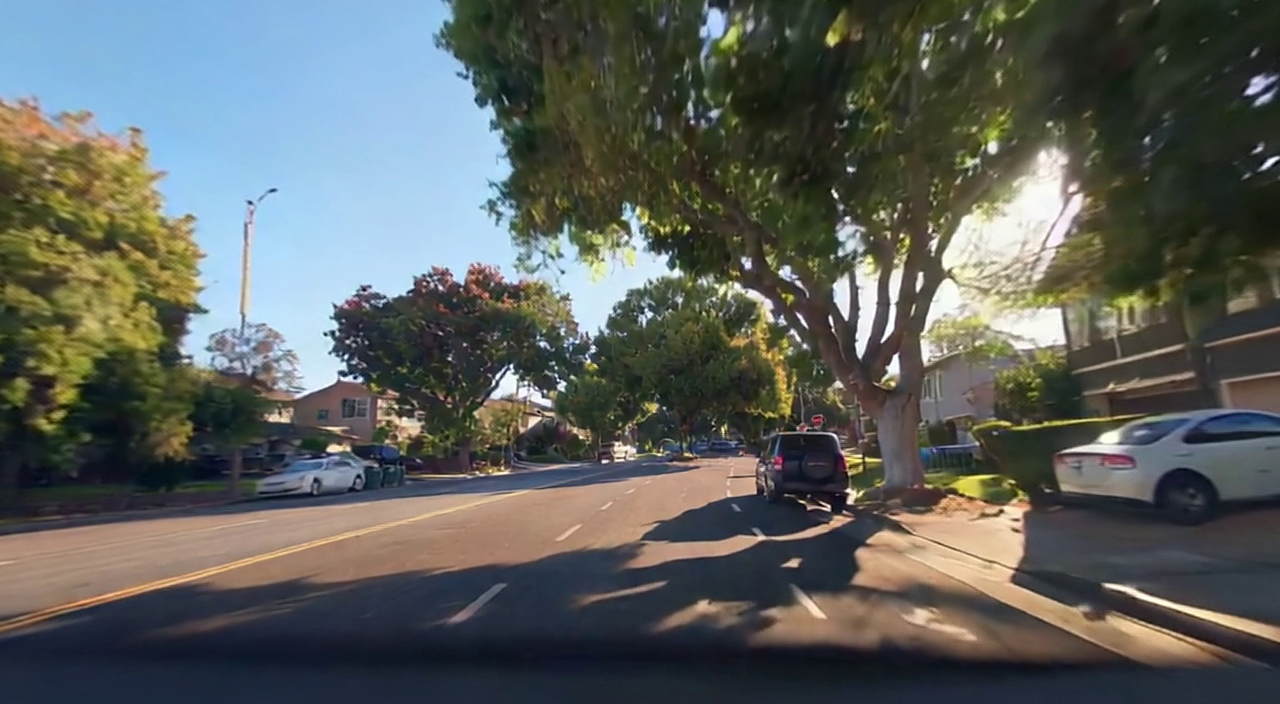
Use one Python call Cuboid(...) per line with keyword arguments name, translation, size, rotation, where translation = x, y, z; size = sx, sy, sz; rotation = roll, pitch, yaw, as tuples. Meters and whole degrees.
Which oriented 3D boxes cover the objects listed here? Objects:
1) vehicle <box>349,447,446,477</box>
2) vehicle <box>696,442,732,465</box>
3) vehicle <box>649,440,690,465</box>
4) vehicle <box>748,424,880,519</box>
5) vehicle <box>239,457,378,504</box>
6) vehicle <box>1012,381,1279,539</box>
Cuboid(name="vehicle", translation=(-15.182, 6.901, 39.595), size=(5.177, 1.779, 2.199), rotation=(-1, -8, 4))
Cuboid(name="vehicle", translation=(5.094, 6.894, 42.758), size=(1.955, 1.459, 4.383), rotation=(-2, -9, 13))
Cuboid(name="vehicle", translation=(2.167, 7.219, 45.440), size=(2.178, 1.695, 4.339), rotation=(-2, -9, 13))
Cuboid(name="vehicle", translation=(4.250, 3.006, 16.533), size=(2.516, 2.019, 5.790), rotation=(-1, -8, 8))
Cuboid(name="vehicle", translation=(-12.277, 4.755, 23.794), size=(2.118, 1.496, 5.030), rotation=(-3, -10, 6))
Cuboid(name="vehicle", translation=(9.239, 1.536, 9.965), size=(5.085, 1.795, 2.183), rotation=(-9, -9, 3))
